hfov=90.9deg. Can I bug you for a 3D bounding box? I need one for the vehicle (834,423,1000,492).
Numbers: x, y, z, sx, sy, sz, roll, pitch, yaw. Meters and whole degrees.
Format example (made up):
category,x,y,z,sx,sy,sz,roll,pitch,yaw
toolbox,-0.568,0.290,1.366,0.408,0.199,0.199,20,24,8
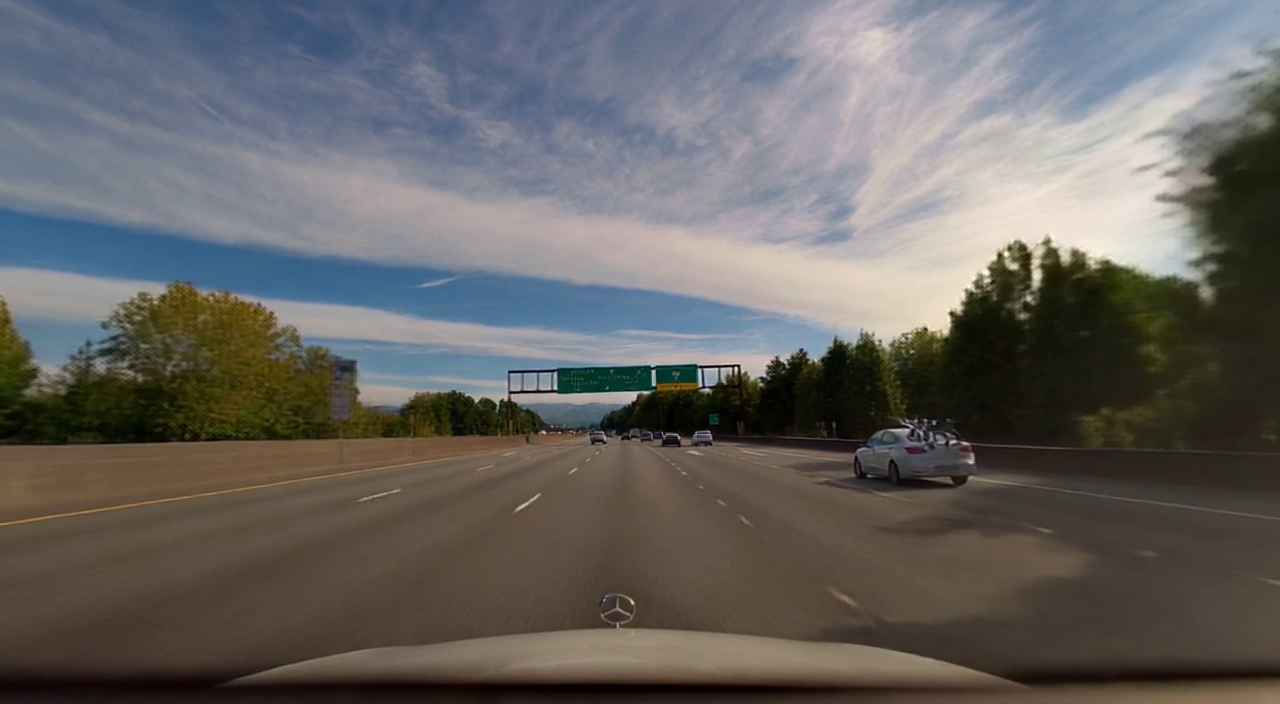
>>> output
category,x,y,z,sx,sy,sz,roll,pitch,yaw
vehicle,6.860,2.641,16.317,2.034,1.511,4.785,0,-7,-1
